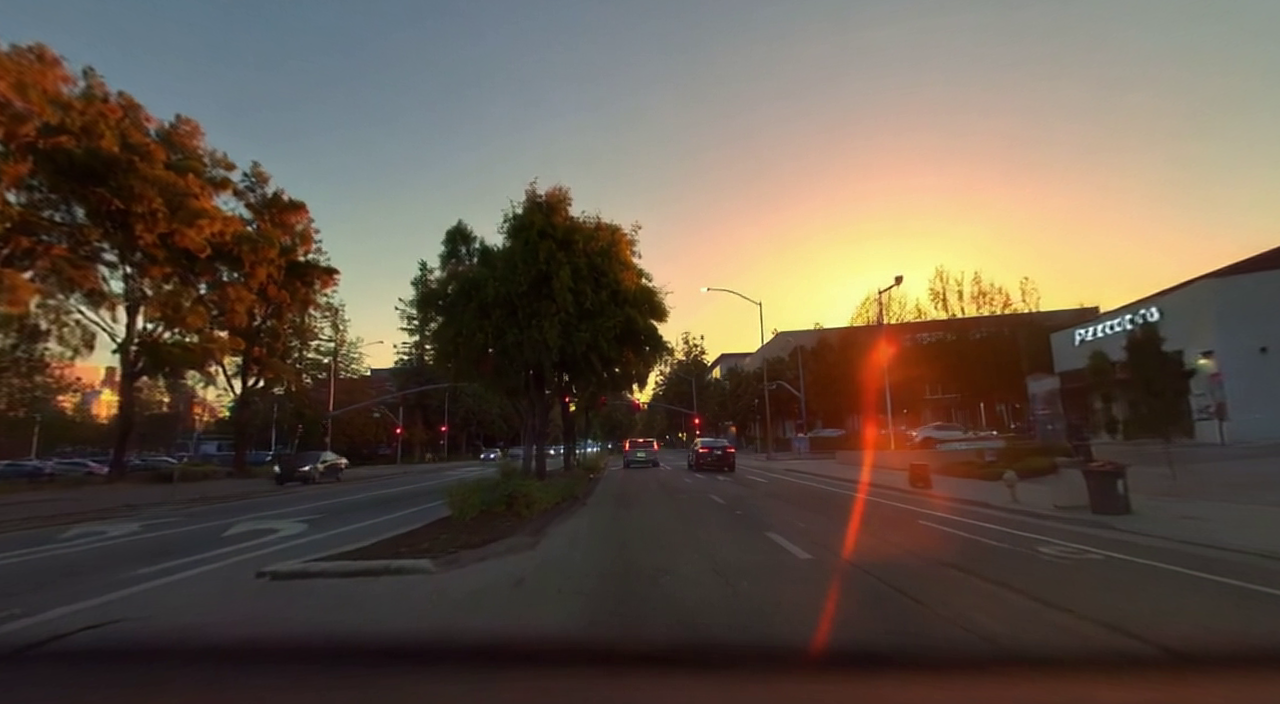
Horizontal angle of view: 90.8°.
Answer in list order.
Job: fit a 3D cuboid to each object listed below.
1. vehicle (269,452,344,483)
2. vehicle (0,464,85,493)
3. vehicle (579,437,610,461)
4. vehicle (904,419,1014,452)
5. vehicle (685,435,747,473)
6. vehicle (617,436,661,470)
[{"bbox_3d":[-18.231,6.291,34.739,1.832,1.515,4.369,0,-9,-2],"label":"vehicle"},{"bbox_3d":[-34.223,7.080,35.589,4.068,1.462,1.835,5,-10,-31],"label":"vehicle"},{"bbox_3d":[-3.544,7.658,49.695,2.106,1.778,4.444,0,-9,0],"label":"vehicle"},{"bbox_3d":[15.656,4.143,31.212,4.344,1.512,1.936,-1,-9,5],"label":"vehicle"},{"bbox_3d":[3.578,4.916,30.643,2.198,1.660,4.512,0,-9,-3],"label":"vehicle"},{"bbox_3d":[-0.111,5.290,33.182,2.146,1.685,4.003,0,-9,-2],"label":"vehicle"}]
